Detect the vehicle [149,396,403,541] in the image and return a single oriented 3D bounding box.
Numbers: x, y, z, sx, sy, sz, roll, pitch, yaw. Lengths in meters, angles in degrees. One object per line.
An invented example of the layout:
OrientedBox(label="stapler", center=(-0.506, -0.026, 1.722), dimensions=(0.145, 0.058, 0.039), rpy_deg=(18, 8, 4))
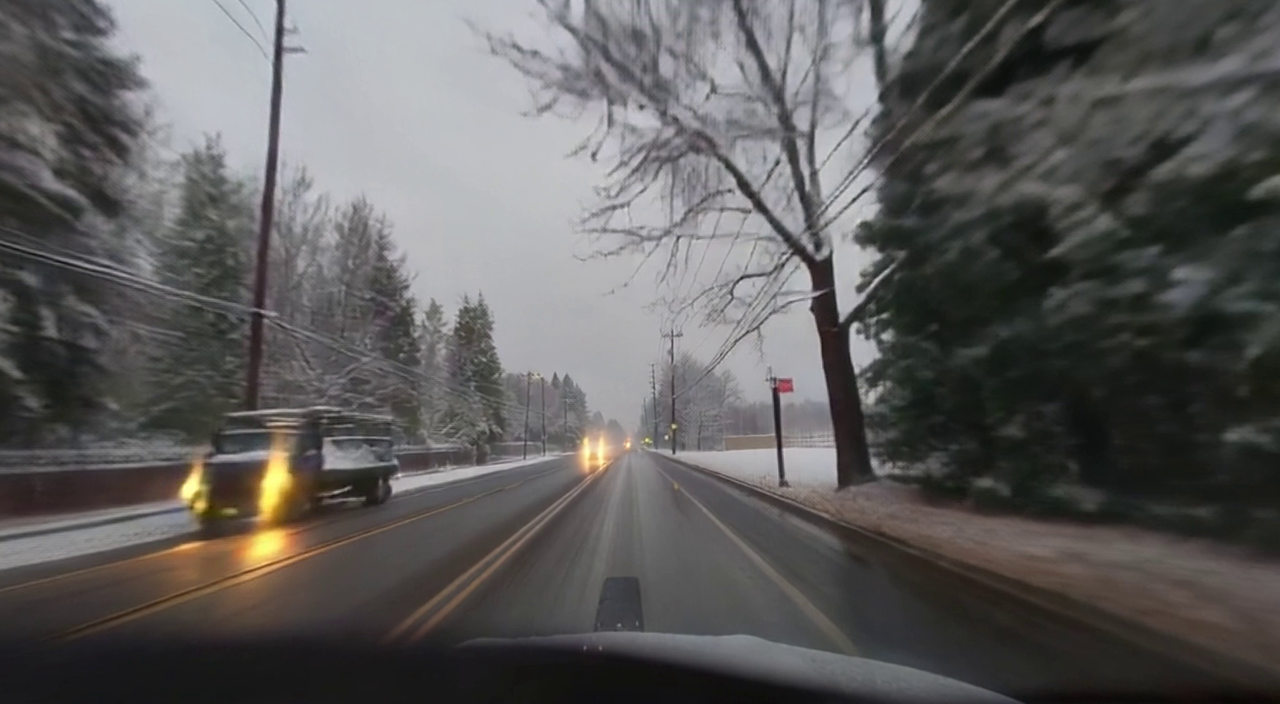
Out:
OrientedBox(label="vehicle", center=(-8.102, 2.616, 15.152), dimensions=(2.351, 2.696, 6.106), rpy_deg=(-1, -8, 1))
